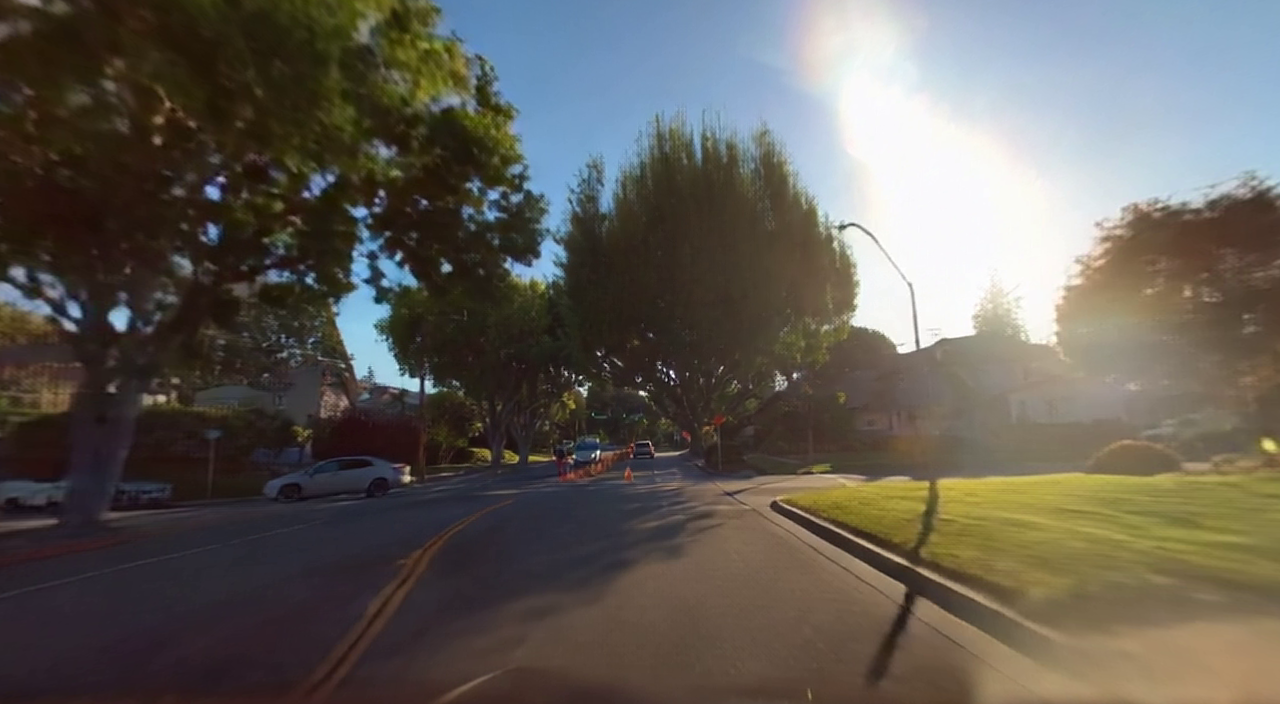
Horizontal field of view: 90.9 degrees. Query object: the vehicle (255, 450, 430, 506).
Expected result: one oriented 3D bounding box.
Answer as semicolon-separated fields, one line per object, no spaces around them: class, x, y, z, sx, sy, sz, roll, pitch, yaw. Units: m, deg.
vehicle;-9.447;4.019;20.342;4.594;1.696;1.971;0;-8;-1
